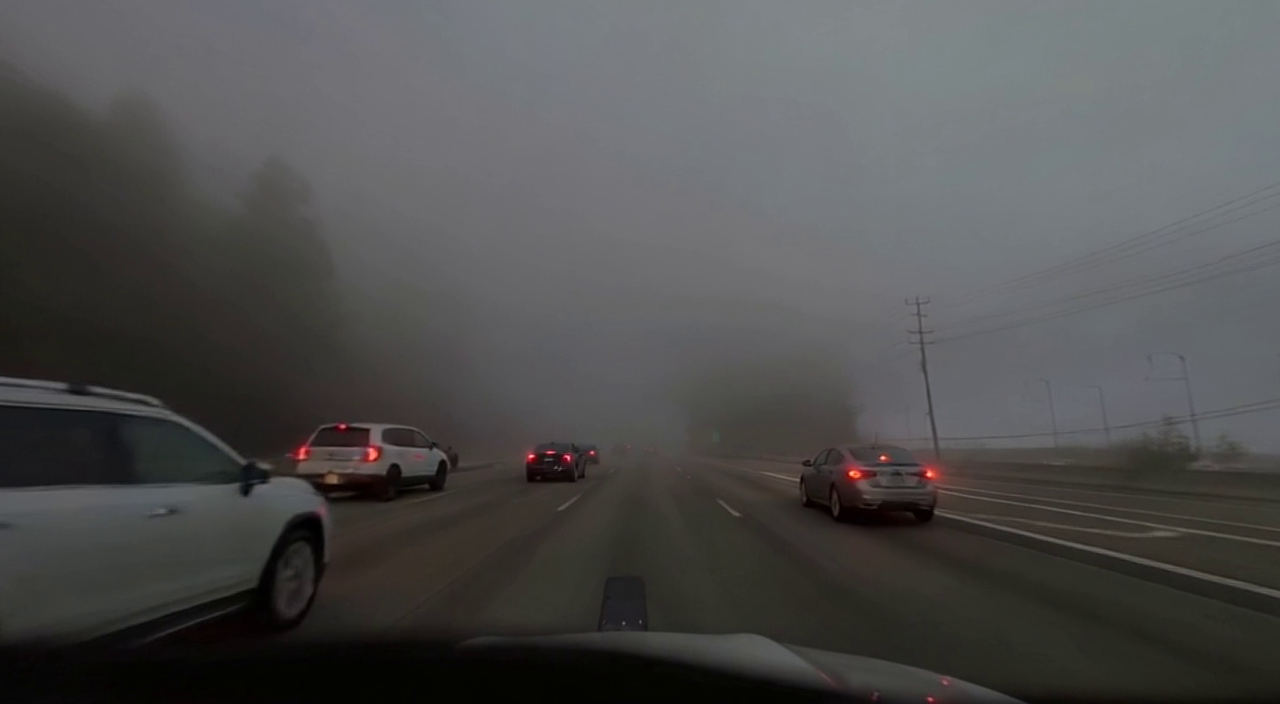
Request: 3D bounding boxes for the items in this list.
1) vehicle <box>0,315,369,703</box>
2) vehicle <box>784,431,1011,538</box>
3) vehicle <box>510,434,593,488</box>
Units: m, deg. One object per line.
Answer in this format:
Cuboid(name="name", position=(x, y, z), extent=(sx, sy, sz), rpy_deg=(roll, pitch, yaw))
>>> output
Cuboid(name="vehicle", position=(-3.396, 0.869, 3.013), extent=(2.133, 1.775, 4.530), rpy_deg=(0, -8, 1))
Cuboid(name="vehicle", position=(4.145, 2.206, 11.206), extent=(2.022, 1.472, 4.678), rpy_deg=(0, -8, 0))
Cuboid(name="vehicle", position=(-2.971, 3.773, 22.198), extent=(2.133, 1.668, 4.505), rpy_deg=(0, -8, 2))
